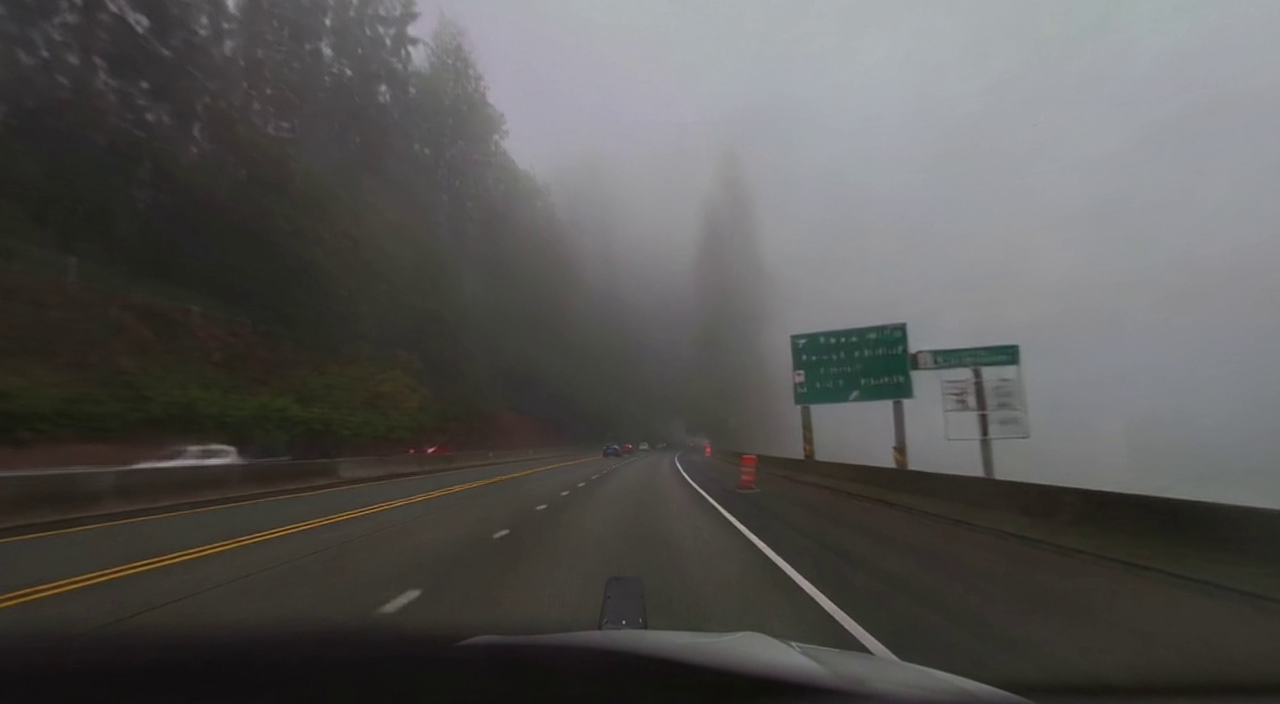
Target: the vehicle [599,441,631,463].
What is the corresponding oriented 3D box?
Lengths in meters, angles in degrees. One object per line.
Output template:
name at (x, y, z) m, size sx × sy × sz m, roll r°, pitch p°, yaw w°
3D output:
vehicle at (-1.786, 7.321, 46.321) m, size 2.118 × 1.475 × 4.263 m, roll 0°, pitch -8°, yaw 1°
